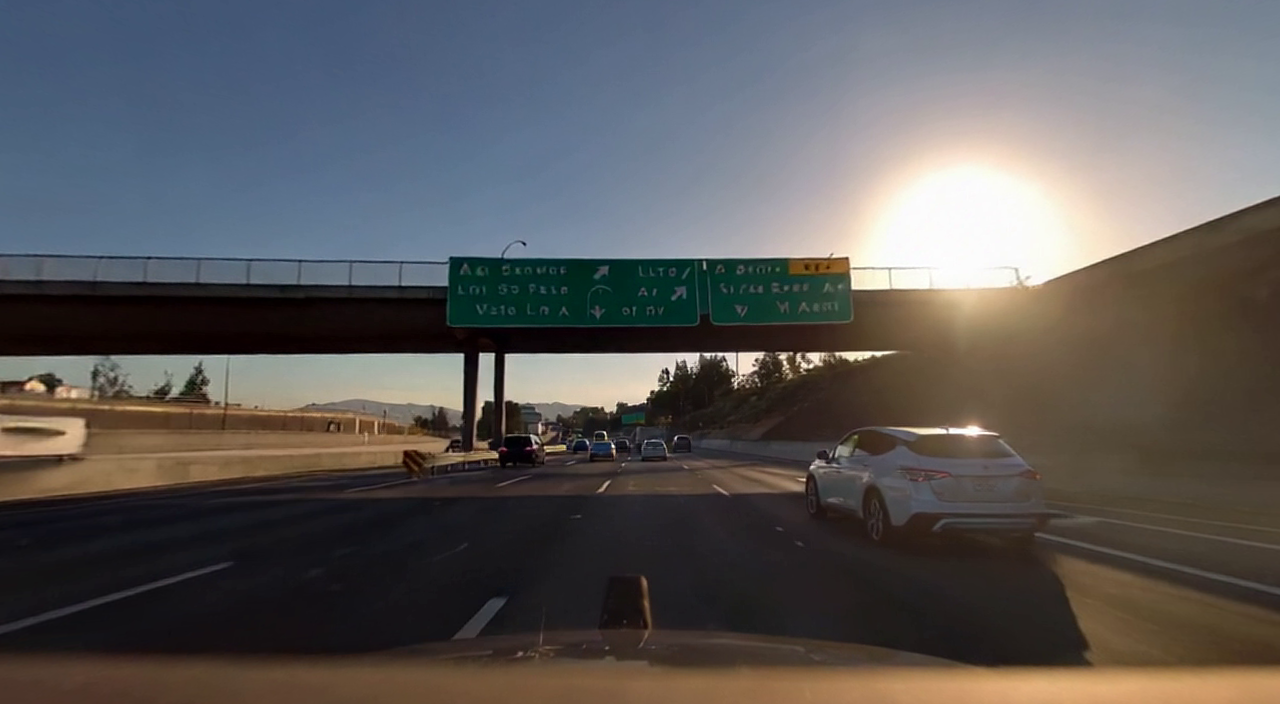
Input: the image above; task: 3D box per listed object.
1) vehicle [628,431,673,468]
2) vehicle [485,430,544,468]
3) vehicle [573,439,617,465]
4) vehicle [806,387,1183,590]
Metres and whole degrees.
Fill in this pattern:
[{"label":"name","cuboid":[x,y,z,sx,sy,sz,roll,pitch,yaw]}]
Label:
[{"label":"vehicle","cuboid":[0.552,4.891,31.857,2.133,1.739,3.925,0,-8,2]},{"label":"vehicle","cuboid":[-5.955,4.676,30.431,1.946,1.688,4.019,0,-8,1]},{"label":"vehicle","cuboid":[-2.512,5.702,36.203,2.205,1.406,4.286,0,-8,1]},{"label":"vehicle","cuboid":[3.820,1.563,8.070,2.083,1.823,4.627,0,-8,0]}]
